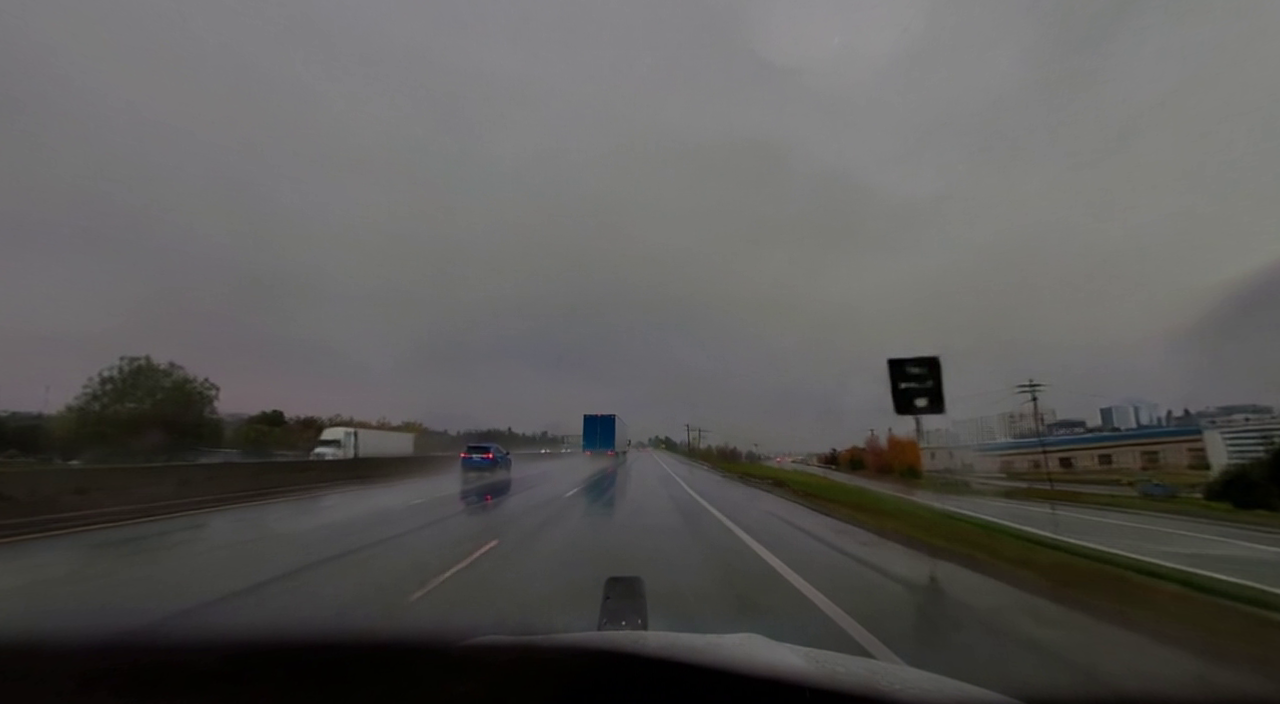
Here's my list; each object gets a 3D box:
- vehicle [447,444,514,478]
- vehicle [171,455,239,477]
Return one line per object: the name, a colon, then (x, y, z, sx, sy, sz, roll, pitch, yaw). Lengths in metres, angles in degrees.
vehicle: (-7.550, 5.188, 30.157, 1.901, 1.467, 4.629, -1, -8, 1)
vehicle: (-31.123, 8.138, 45.036, 1.814, 1.421, 4.156, -1, -8, 2)
